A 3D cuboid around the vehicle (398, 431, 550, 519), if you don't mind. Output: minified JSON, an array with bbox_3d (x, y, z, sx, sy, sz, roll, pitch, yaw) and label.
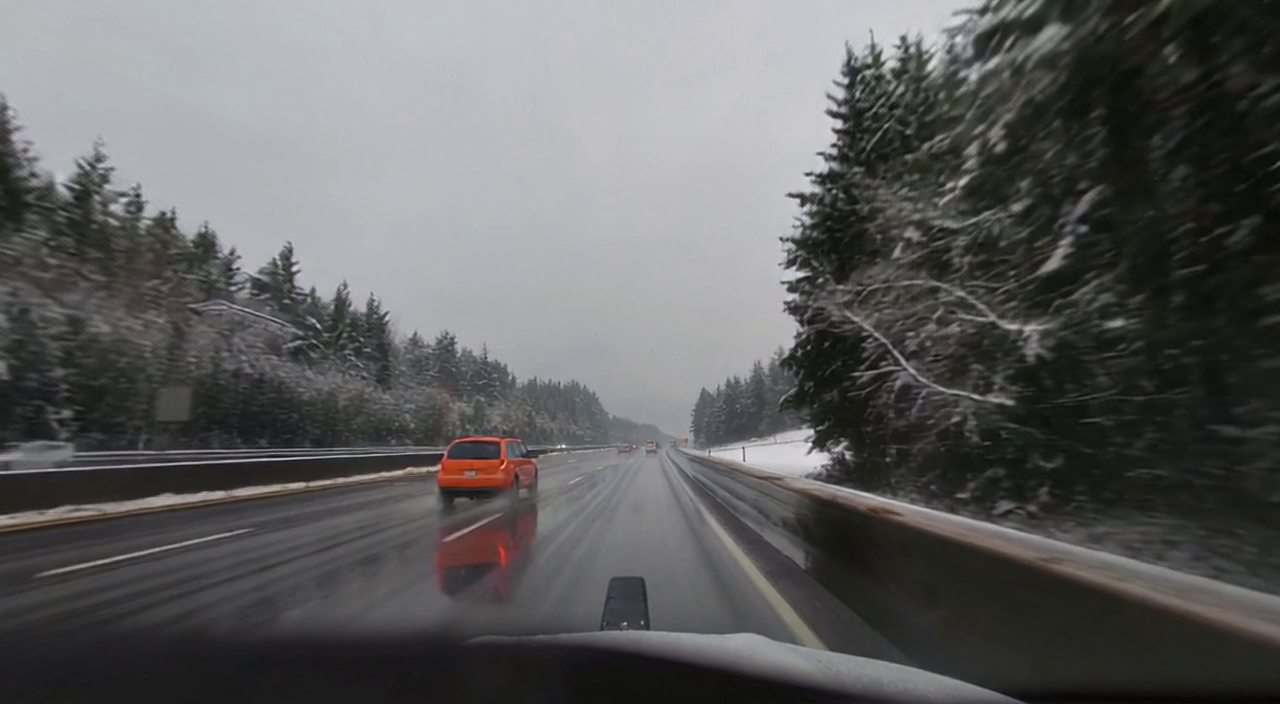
[{"bbox_3d":[-3.300,2.533,13.573,2.015,1.561,4.469,0,-8,1],"label":"vehicle"}]

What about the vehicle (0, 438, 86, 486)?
[{"bbox_3d":[-23.051,3.966,22.739,1.868,1.620,4.490,-1,-8,1],"label":"vehicle"}]
